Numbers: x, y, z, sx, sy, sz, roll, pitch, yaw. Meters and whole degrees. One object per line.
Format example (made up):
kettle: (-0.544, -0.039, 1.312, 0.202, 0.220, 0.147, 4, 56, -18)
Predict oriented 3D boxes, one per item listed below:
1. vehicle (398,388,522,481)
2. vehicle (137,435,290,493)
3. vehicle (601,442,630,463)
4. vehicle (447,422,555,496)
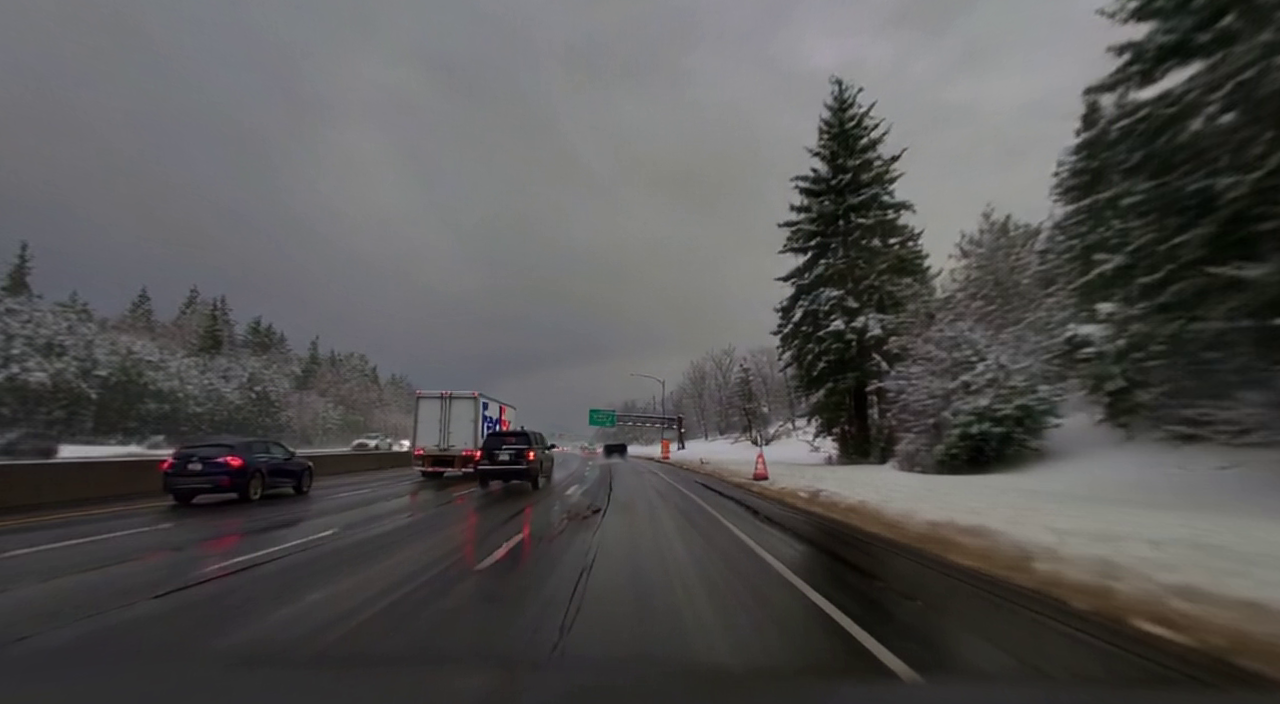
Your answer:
vehicle: (-7.120, 3.538, 26.543, 2.870, 3.266, 8.589, 0, -8, -1)
vehicle: (-13.788, 3.627, 20.848, 2.018, 1.668, 4.409, 0, -8, -1)
vehicle: (-1.884, 7.474, 47.205, 2.043, 1.489, 3.839, 1, -9, -4)
vehicle: (-3.878, 3.090, 18.577, 2.170, 1.886, 4.628, 0, -8, -1)
